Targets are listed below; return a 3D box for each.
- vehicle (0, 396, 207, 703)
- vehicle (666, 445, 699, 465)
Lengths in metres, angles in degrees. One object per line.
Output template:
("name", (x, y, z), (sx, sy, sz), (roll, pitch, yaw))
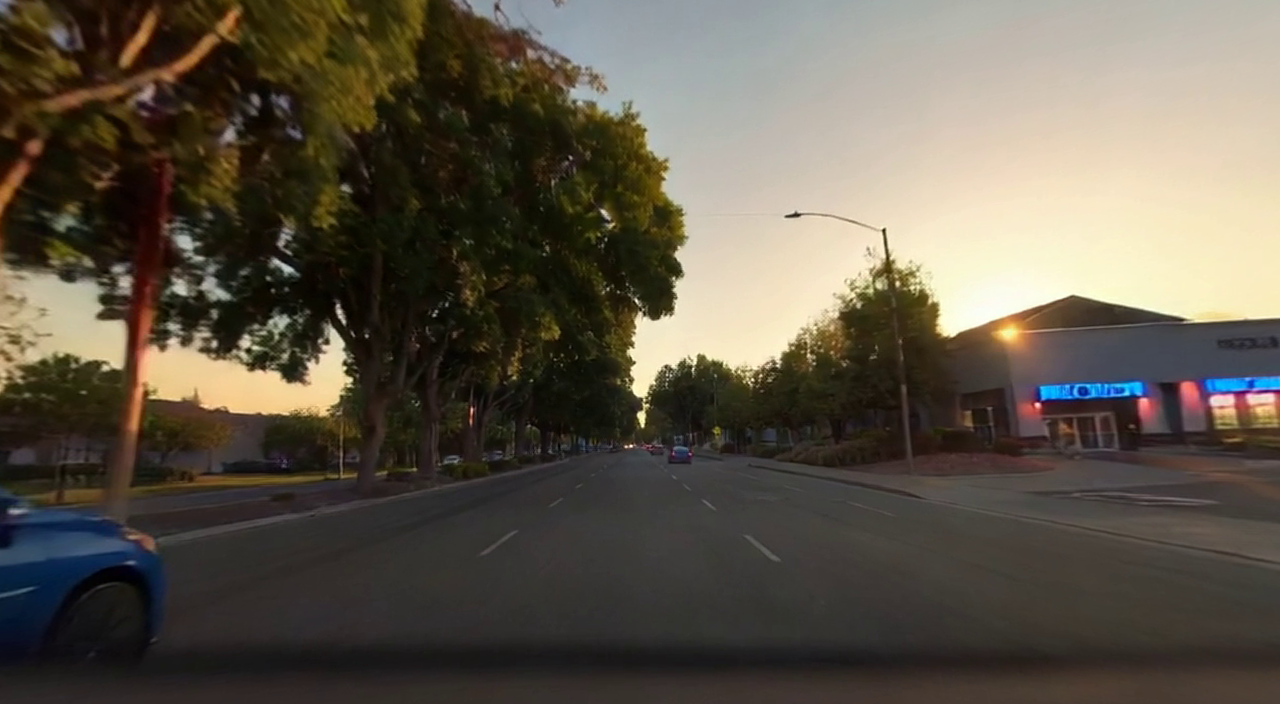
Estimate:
("vehicle", (-3.555, 0.724, 1.084), (2.085, 1.497, 4.989), (0, -8, 0))
("vehicle", (3.204, 7.860, 48.431), (2.033, 1.482, 4.571), (0, -8, -2))
